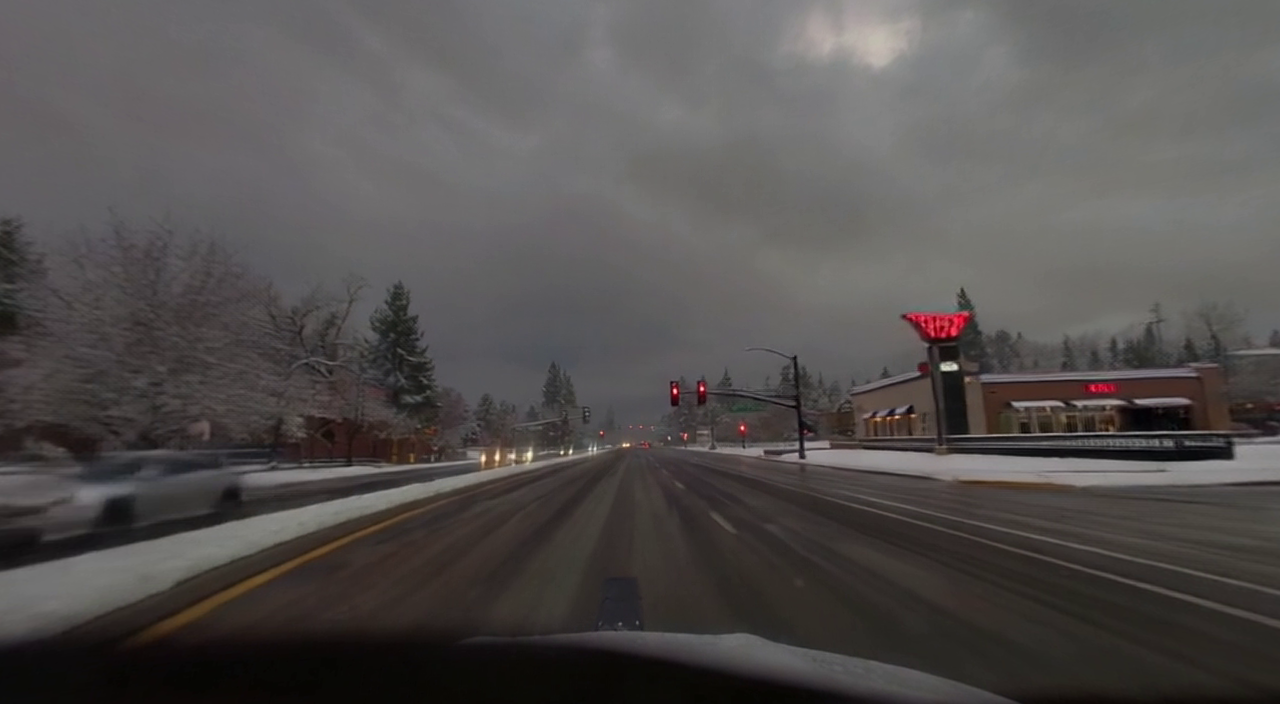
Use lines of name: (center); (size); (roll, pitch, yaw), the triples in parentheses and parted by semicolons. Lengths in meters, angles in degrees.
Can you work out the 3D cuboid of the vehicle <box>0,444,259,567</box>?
vehicle: (-8.588, 2.269, 10.232); (1.959, 1.505, 4.622); (0, -9, 0)
